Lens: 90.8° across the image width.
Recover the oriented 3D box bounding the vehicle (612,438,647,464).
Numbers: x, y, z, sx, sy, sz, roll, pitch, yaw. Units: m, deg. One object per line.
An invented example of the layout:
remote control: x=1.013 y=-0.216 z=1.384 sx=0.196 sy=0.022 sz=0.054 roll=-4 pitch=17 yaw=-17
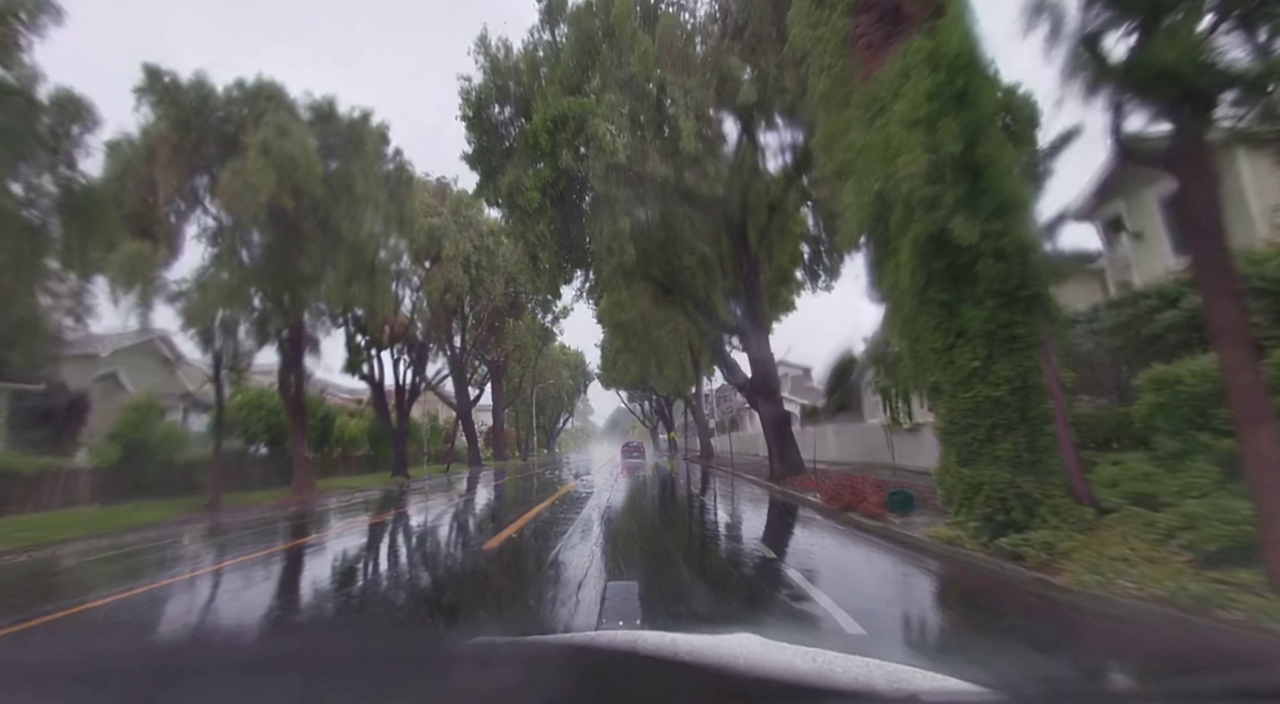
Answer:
vehicle: x=-0.686 y=6.239 z=39.927 sx=2.104 sy=1.500 sz=3.815 roll=0 pitch=-8 yaw=-1
